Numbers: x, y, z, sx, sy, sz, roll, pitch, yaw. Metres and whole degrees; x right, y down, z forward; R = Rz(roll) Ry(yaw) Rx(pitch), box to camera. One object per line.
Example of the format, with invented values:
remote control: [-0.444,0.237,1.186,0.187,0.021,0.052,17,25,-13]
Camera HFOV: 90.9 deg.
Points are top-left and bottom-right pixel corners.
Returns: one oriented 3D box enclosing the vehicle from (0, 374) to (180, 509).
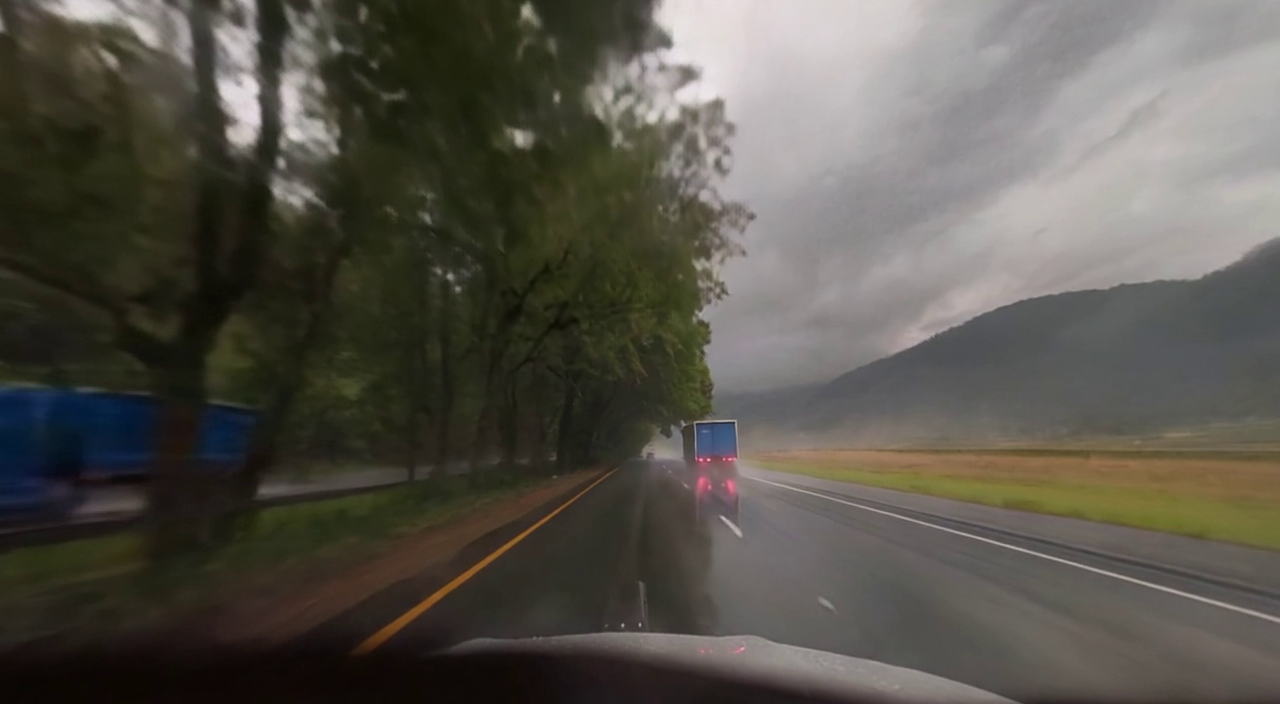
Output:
vehicle: [-18.573,2.885,20.141,3.021,3.652,5.902,0,-9,0]

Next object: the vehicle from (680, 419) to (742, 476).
vehicle: [3.712,5.221,34.439,2.572,2.795,5.978,0,-9,-1]
